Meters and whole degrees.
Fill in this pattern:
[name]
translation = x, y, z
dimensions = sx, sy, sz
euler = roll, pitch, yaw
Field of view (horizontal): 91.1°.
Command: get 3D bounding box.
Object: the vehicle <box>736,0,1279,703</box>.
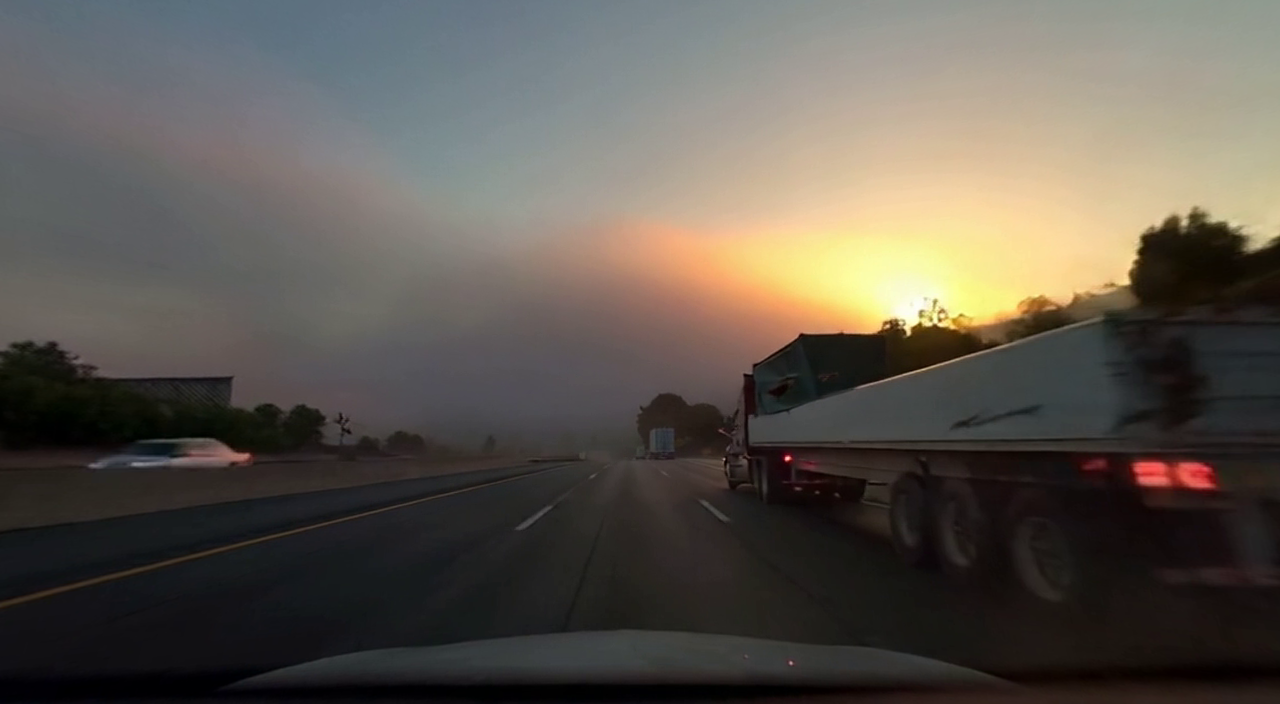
[vehicle]
translation = 3.991, 0.661, 8.974
dimensions = 3.037, 3.999, 13.133
euler = 0, -9, 0
